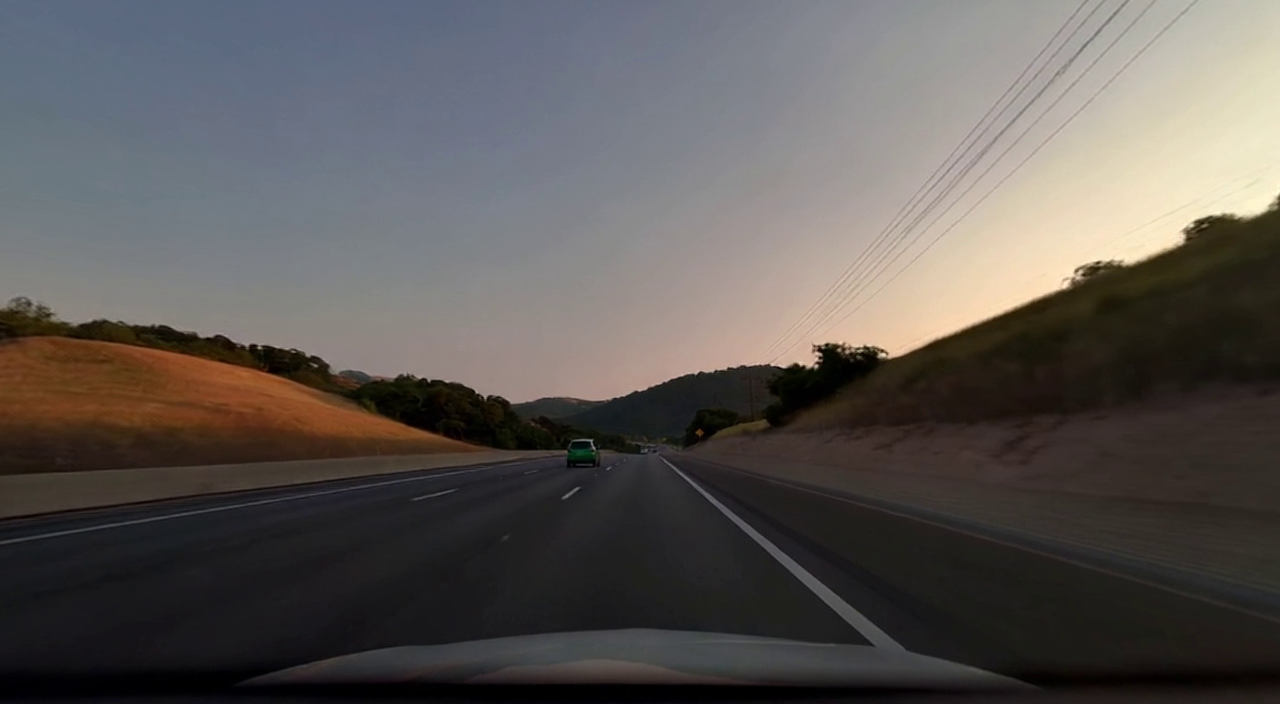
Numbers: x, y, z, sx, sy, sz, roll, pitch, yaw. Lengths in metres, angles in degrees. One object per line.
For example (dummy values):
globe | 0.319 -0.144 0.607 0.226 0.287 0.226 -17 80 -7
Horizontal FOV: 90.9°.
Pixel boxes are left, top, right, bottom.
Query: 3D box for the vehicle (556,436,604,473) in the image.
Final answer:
vehicle | -3.220 5.595 34.675 2.136 1.845 4.515 0 -8 1
